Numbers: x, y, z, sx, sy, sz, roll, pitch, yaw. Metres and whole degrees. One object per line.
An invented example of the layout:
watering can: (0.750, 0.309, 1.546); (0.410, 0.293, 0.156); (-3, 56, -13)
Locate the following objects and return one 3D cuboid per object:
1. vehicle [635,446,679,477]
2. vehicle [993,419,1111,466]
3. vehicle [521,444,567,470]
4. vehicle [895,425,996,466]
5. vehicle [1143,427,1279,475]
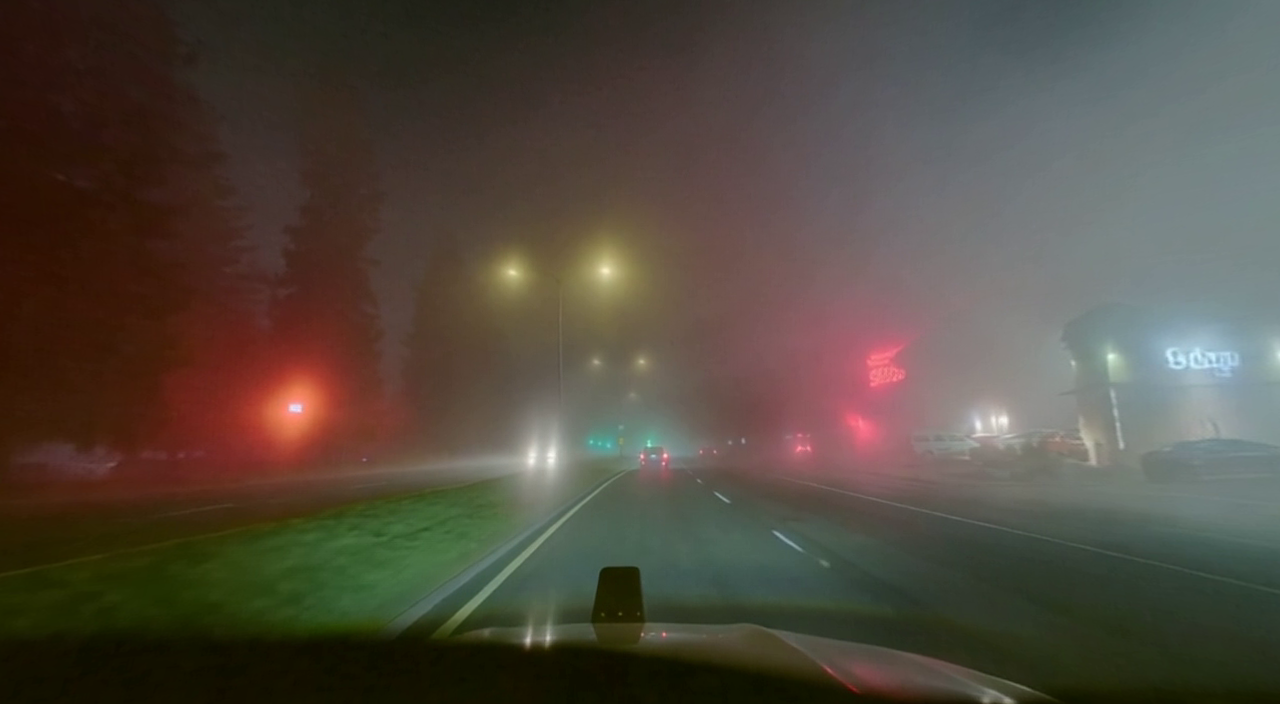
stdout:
vehicle: (0.890, 5.536, 32.148); (2.095, 1.456, 3.873); (-1, -9, 2)
vehicle: (29.454, 6.498, 45.326); (6.569, 3.235, 2.798); (1, -9, -8)
vehicle: (-6.602, 7.272, 43.958); (2.102, 1.735, 4.491); (-1, -8, 5)
vehicle: (21.606, 6.651, 44.884); (5.953, 2.747, 2.389); (1, -9, -7)
vehicle: (22.032, 3.758, 24.113); (1.864, 1.655, 4.179); (1, -9, -6)
